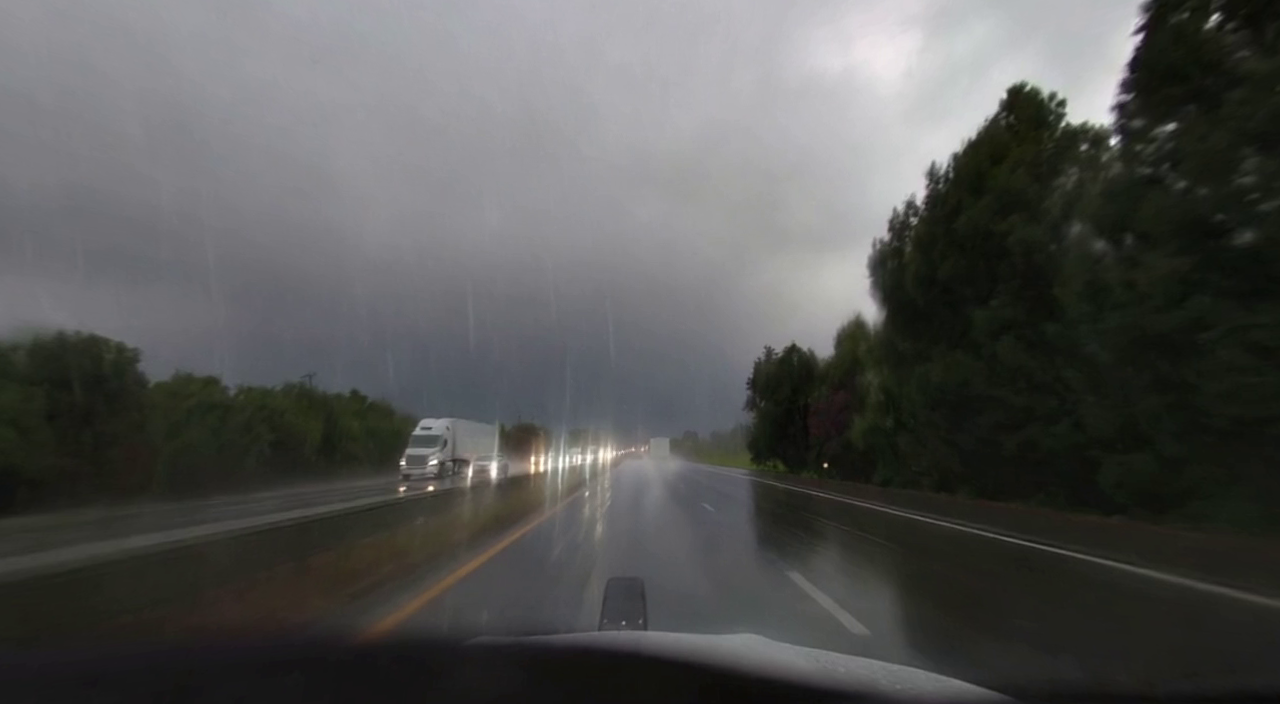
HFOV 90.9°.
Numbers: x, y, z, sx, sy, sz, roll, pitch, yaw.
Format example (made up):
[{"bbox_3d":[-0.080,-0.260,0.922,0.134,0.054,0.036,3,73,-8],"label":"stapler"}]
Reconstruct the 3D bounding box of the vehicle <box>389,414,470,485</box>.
[{"bbox_3d":[-12.883,6.015,39.107,2.979,4.027,5.788,0,-9,-1],"label":"vehicle"}]

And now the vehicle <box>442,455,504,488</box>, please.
[{"bbox_3d":[-8.206,5.870,31.309,1.818,1.448,4.428,0,-9,0],"label":"vehicle"}]
